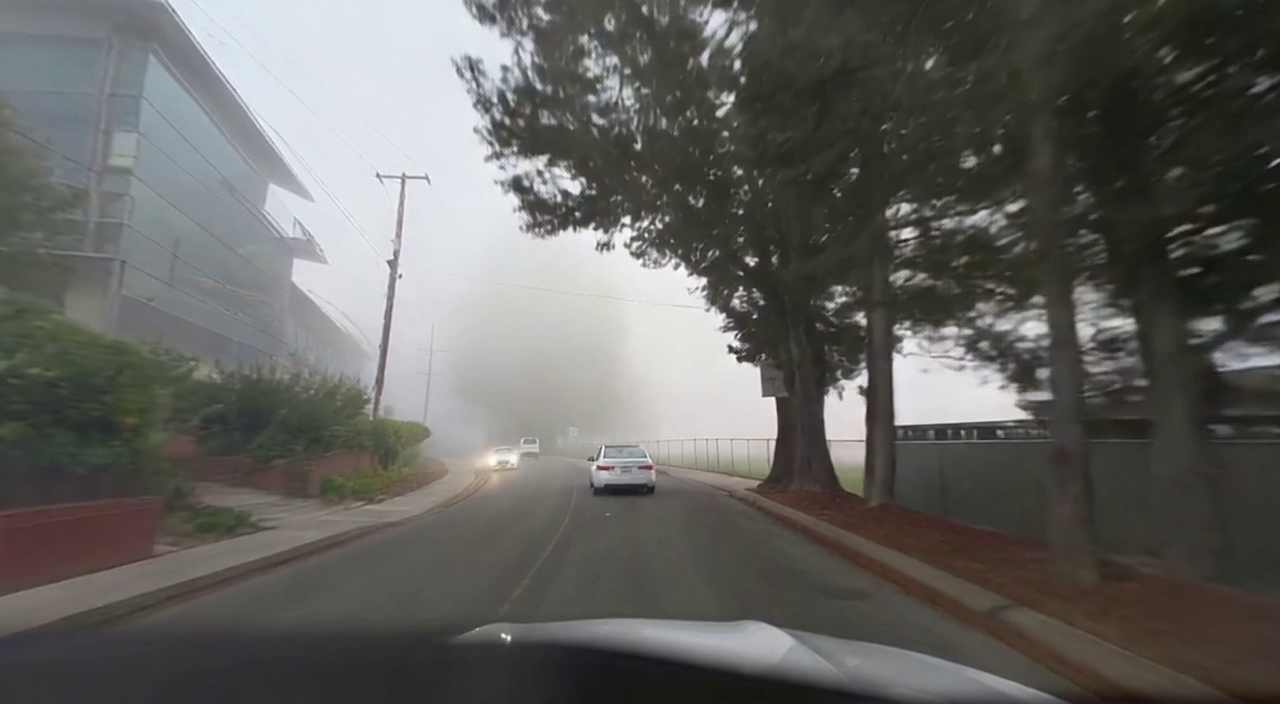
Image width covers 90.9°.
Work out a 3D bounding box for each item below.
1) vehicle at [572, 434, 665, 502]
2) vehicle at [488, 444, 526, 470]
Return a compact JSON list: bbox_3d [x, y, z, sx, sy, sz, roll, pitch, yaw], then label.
[{"bbox_3d":[-0.666,2.848,16.010,2.060,1.487,3.920,1,-8,-6],"label":"vehicle"},{"bbox_3d":[-8.111,6.331,38.212,1.957,1.442,4.180,2,-8,-15],"label":"vehicle"}]
